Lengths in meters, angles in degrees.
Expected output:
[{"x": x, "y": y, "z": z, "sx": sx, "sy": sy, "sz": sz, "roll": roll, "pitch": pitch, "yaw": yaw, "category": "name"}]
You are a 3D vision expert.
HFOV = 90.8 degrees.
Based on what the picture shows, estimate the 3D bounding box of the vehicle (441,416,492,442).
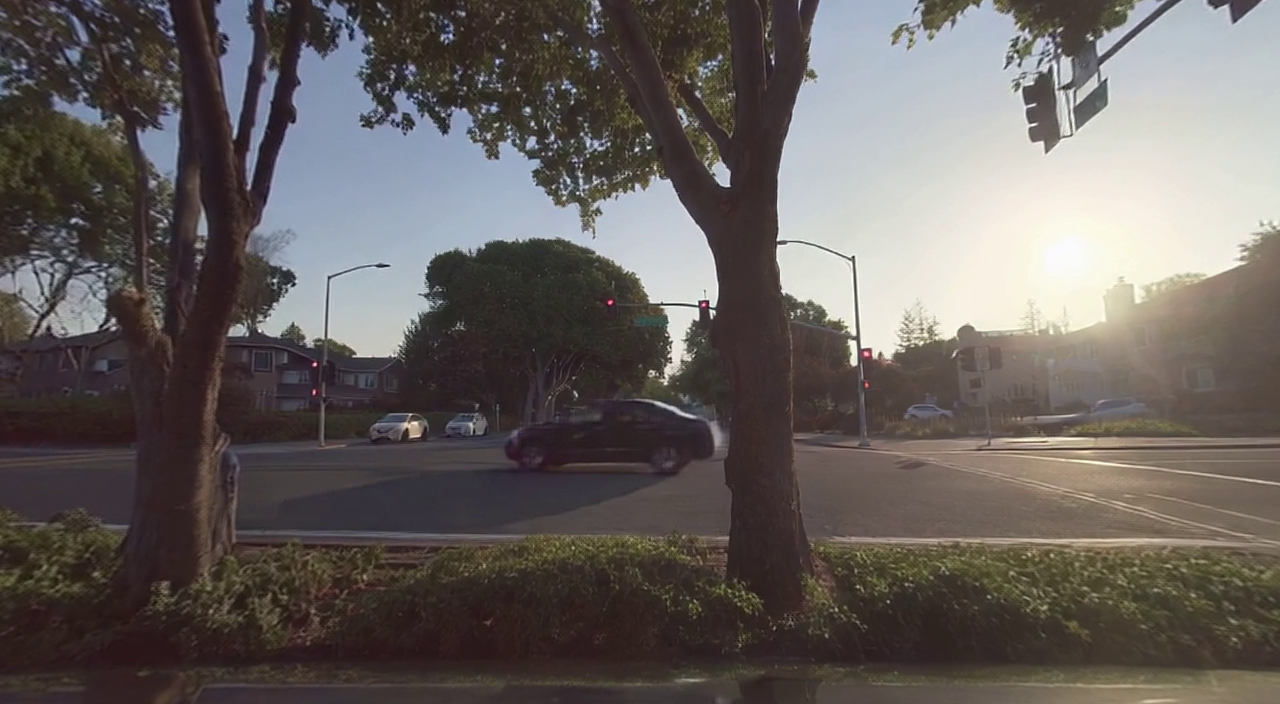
[{"x": -11.225, "y": 5.077, "z": 41.247, "sx": 1.899, "sy": 1.510, "sz": 4.294, "roll": -1, "pitch": -9, "yaw": 4, "category": "vehicle"}]

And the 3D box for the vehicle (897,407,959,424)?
[{"x": 22.067, "y": 4.895, "z": 48.526, "sx": 3.933, "sy": 1.219, "sz": 1.700, "roll": -1, "pitch": -9, "yaw": 4, "category": "vehicle"}]

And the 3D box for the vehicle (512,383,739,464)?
[{"x": -0.320, "y": 1.867, "z": 16.141, "sx": 5.383, "sy": 1.870, "sz": 2.203, "roll": -1, "pitch": -9, "yaw": 3, "category": "vehicle"}]

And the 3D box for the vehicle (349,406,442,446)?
[{"x": -12.500, "y": 3.928, "z": 32.746, "sx": 2.340, "sy": 1.902, "sz": 4.920, "roll": -2, "pitch": -9, "yaw": 8, "category": "vehicle"}]
